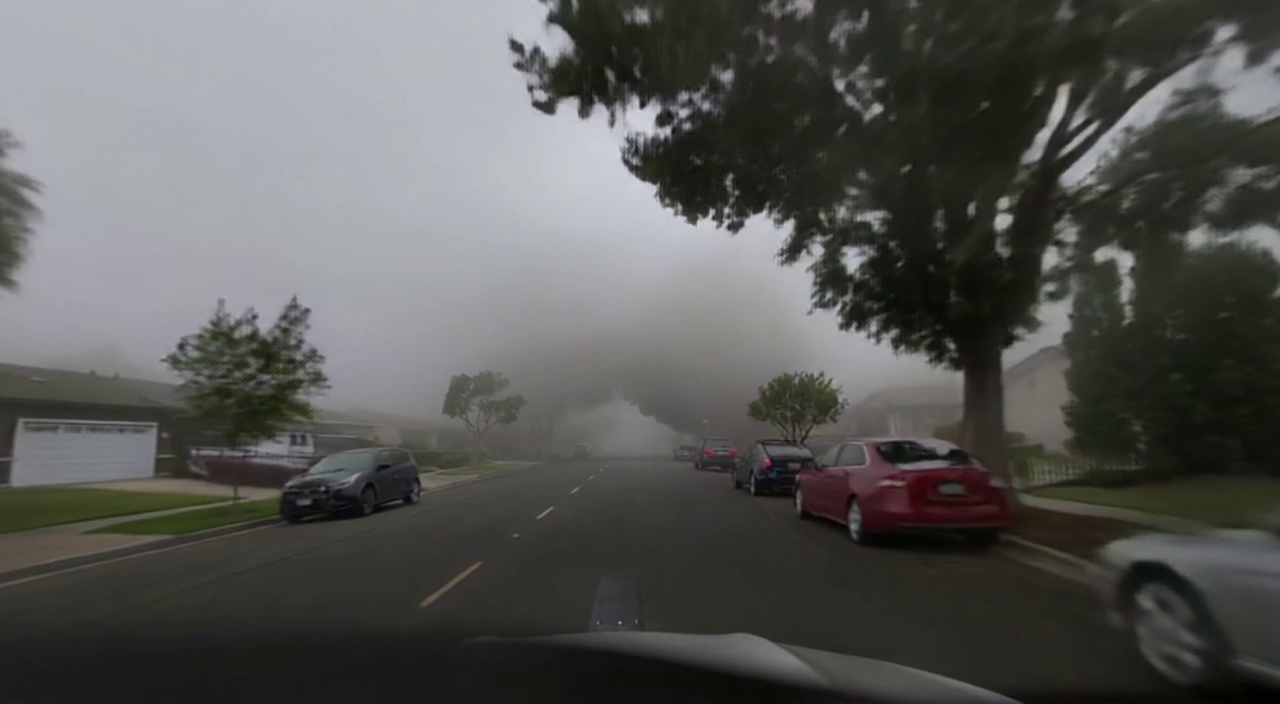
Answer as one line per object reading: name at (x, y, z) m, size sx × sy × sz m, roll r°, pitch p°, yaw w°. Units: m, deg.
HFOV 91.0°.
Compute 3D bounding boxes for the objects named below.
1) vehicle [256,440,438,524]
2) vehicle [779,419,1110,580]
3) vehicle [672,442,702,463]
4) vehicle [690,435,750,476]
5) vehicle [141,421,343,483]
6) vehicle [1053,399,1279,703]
vehicle at (-6.355, 2.815, 14.386) m, size 1.985 × 1.497 × 4.655 m, roll -2°, pitch -8°, yaw -1°
vehicle at (3.734, 1.904, 9.201) m, size 2.157 × 1.639 × 5.297 m, roll 0°, pitch -8°, yaw -1°
vehicle at (3.667, 7.916, 49.635) m, size 1.897 × 1.521 × 4.835 m, roll 0°, pitch -8°, yaw -1°
vehicle at (3.715, 4.914, 30.132) m, size 2.039 × 1.780 × 4.884 m, roll 0°, pitch -8°, yaw -2°
vehicle at (-14.224, 3.614, 22.829) m, size 5.681 × 2.094 × 2.344 m, roll 0°, pitch -8°, yaw 0°
vehicle at (3.829, 0.884, 2.030) m, size 1.917 × 1.569 × 4.460 m, roll 0°, pitch -8°, yaw 0°
